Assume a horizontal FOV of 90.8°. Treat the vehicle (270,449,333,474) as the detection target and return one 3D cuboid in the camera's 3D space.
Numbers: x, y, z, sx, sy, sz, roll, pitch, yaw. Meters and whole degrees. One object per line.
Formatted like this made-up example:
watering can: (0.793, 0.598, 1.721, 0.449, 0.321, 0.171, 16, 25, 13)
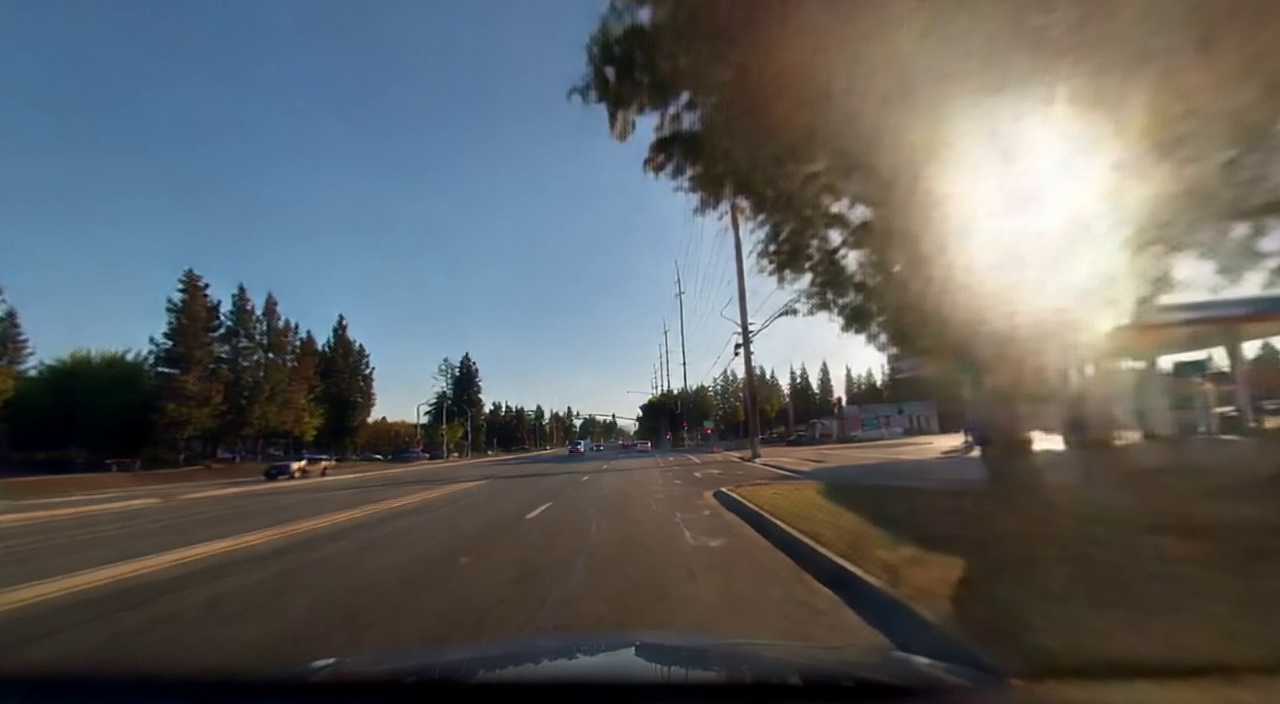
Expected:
vehicle: (-24.886, 8.066, 46.654, 2.210, 1.716, 4.539, 0, -8, -1)
